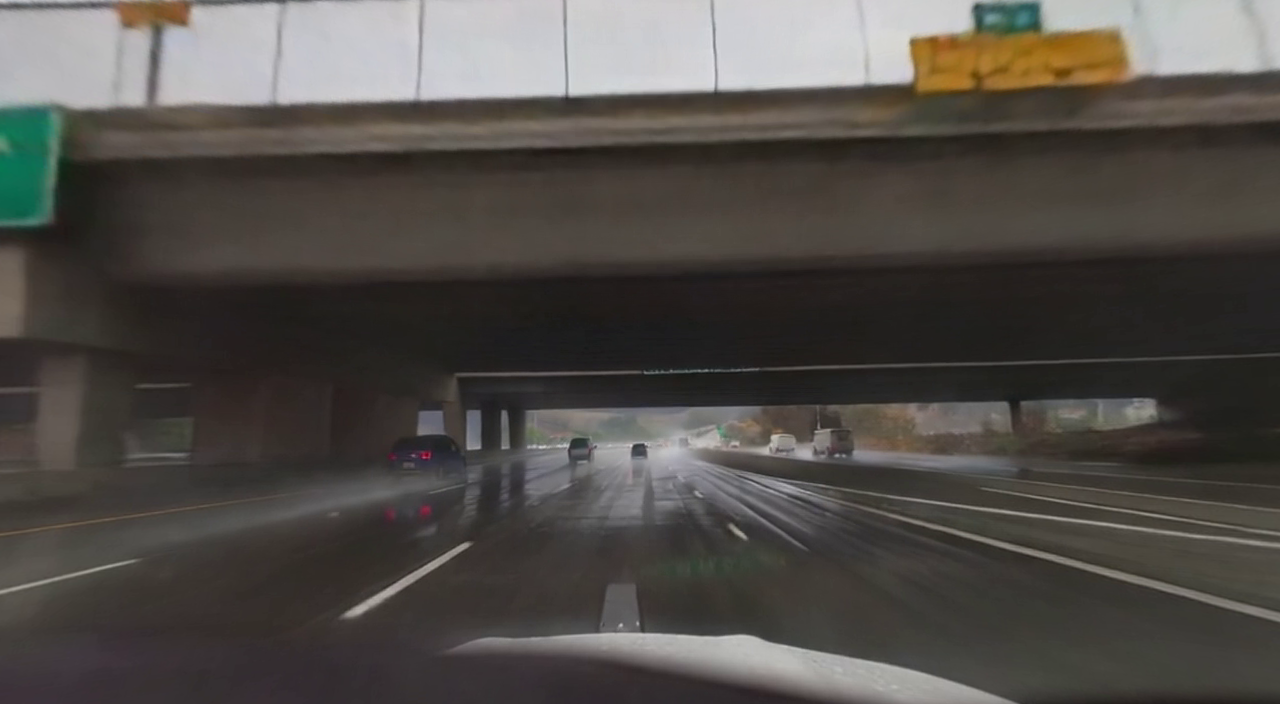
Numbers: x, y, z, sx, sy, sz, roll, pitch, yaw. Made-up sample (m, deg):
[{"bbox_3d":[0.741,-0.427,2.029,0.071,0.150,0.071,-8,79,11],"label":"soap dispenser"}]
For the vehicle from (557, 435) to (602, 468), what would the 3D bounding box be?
[{"bbox_3d":[-3.592,5.998,38.100,2.144,1.847,4.850,0,-8,1],"label":"vehicle"}]

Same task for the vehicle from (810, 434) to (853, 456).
[{"bbox_3d":[14.344,6.993,47.393,1.896,1.518,4.417,0,-8,1],"label":"vehicle"}]

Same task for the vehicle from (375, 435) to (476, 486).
[{"bbox_3d":[-7.869,4.003,23.607,2.092,1.712,4.627,0,-8,1],"label":"vehicle"}]
